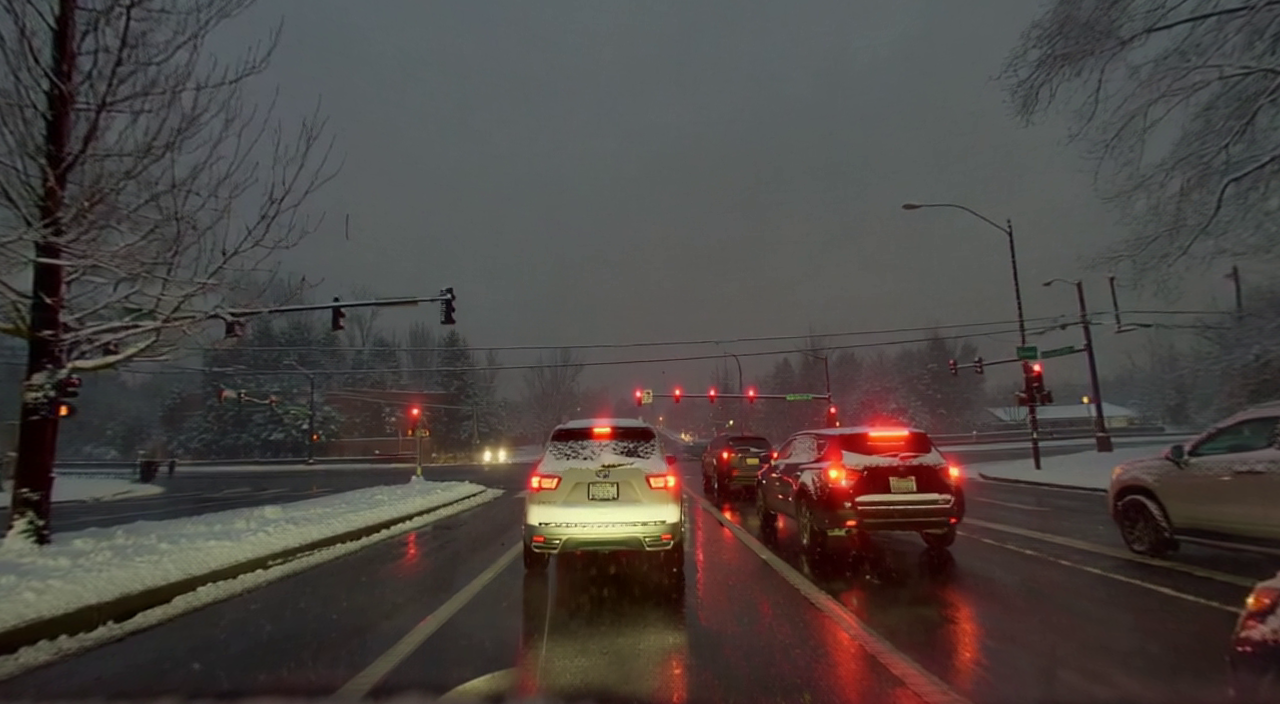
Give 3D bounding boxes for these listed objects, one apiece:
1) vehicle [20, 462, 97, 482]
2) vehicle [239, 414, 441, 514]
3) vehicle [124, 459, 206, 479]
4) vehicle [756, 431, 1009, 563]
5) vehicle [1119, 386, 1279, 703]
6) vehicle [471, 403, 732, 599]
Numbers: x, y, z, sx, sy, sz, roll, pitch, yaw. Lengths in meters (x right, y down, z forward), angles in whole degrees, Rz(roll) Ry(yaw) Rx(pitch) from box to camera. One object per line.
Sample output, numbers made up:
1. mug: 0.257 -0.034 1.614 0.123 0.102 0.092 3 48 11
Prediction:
1. vehicle: -45.661 9.413 49.336 4.232 1.498 1.791 0 -9 1
2. vehicle: -6.721 2.589 14.930 2.214 1.953 5.017 0 -9 1
3. vehicle: -37.352 9.162 49.400 4.914 1.487 1.850 0 -9 1
4. vehicle: 3.163 1.981 9.403 1.971 1.473 4.495 0 -8 0
5. vehicle: 3.301 0.666 0.785 1.980 1.515 4.362 0 -9 1
6. vehicle: -0.312 1.600 7.565 2.256 1.694 4.055 0 -9 1
